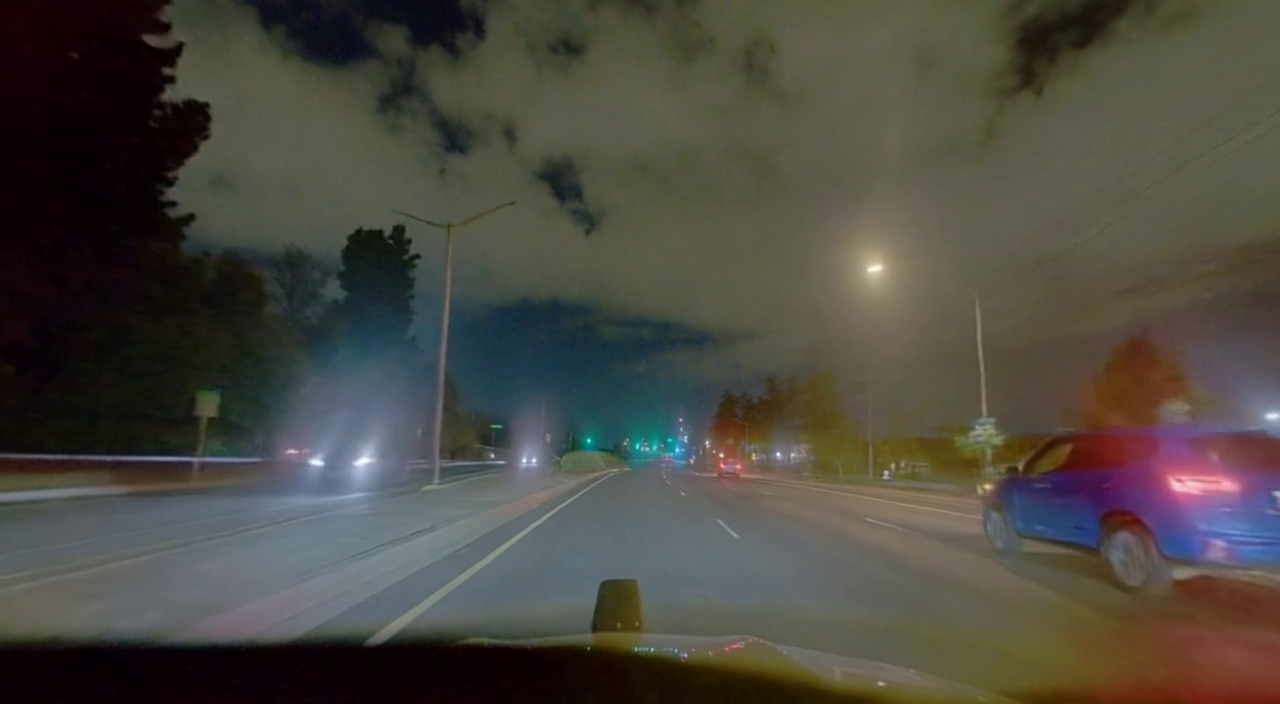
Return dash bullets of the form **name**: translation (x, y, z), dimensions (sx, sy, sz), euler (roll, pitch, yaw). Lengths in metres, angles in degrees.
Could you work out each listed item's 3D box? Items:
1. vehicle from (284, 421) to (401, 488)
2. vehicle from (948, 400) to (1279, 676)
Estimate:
- **vehicle**: translation (-10.315, 3.712, 22.379), dimensions (2.206, 2.034, 4.486), euler (-2, -11, -4)
- **vehicle**: translation (5.544, 1.480, 6.188), dimensions (2.331, 1.872, 5.378), euler (-4, -8, 1)
